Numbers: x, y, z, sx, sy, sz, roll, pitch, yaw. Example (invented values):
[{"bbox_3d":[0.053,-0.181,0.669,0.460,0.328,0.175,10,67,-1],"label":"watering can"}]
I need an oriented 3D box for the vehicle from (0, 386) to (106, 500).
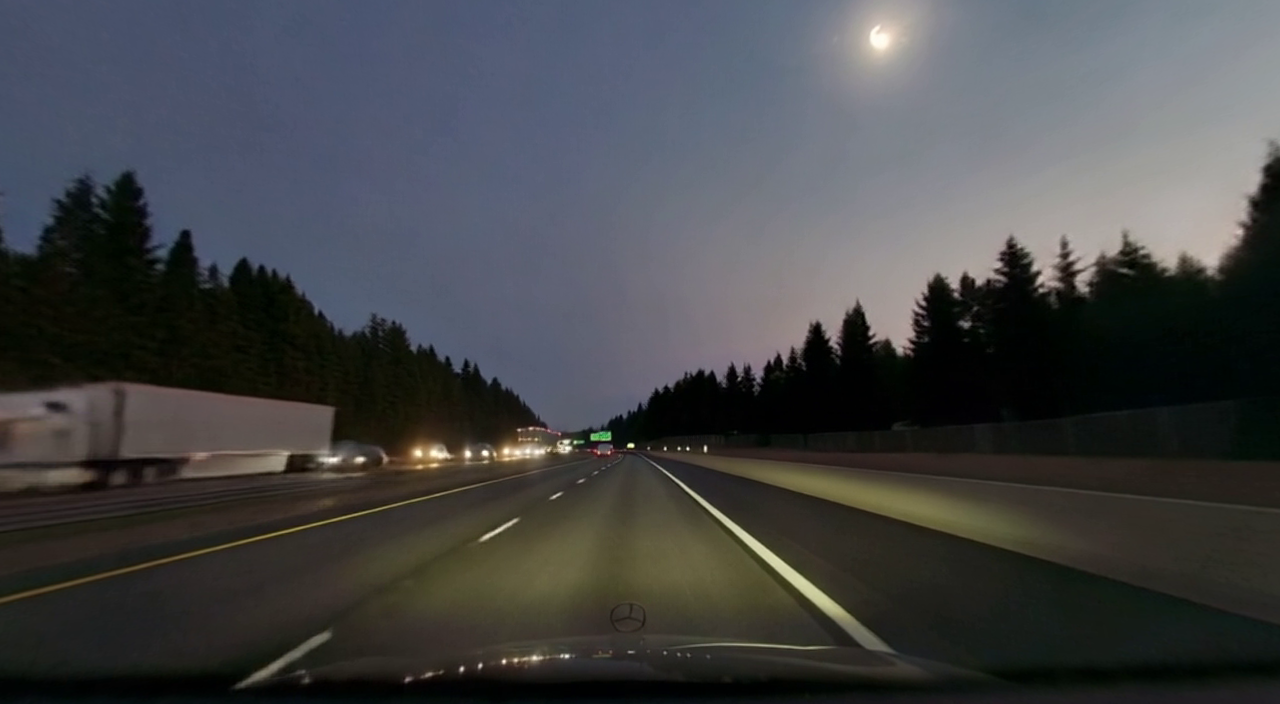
[{"bbox_3d":[-17.935,2.456,17.035,2.369,2.953,4.847,-1,-9,4],"label":"vehicle"}]

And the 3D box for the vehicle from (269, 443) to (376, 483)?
[{"bbox_3d":[-13.117,4.600,26.467,2.027,1.519,4.733,0,-9,0],"label":"vehicle"}]

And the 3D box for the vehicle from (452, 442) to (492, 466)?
[{"bbox_3d":[-12.725,7.750,48.025,1.869,1.684,4.115,0,-9,0],"label":"vehicle"}]
